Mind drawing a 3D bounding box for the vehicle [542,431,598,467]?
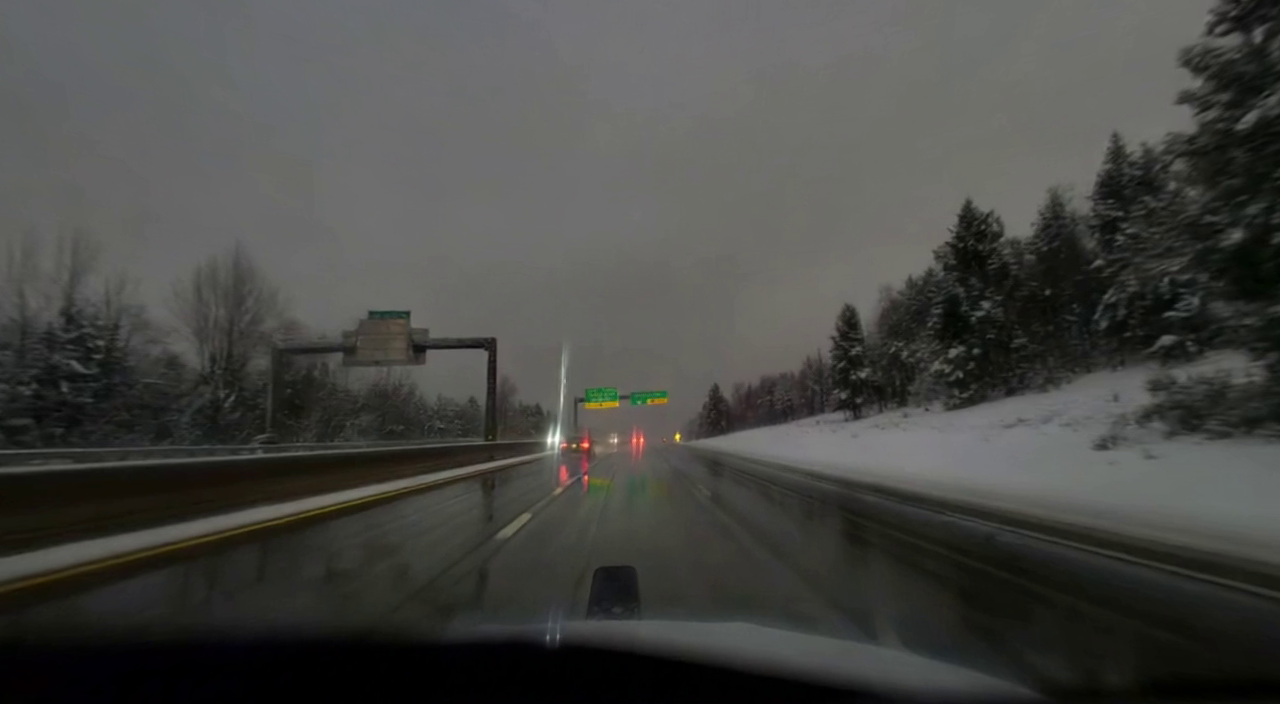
[{"bbox_3d":[-3.315,4.650,30.600,2.148,1.603,4.513,0,-8,1],"label":"vehicle"}]
